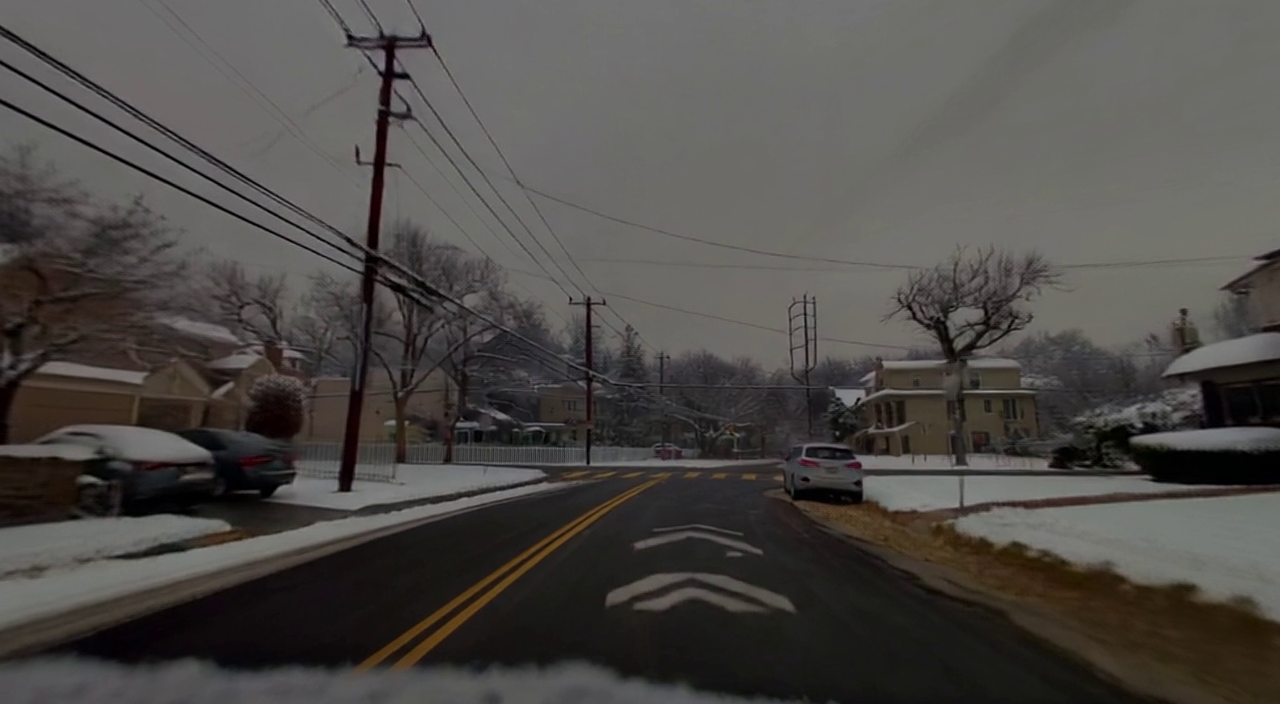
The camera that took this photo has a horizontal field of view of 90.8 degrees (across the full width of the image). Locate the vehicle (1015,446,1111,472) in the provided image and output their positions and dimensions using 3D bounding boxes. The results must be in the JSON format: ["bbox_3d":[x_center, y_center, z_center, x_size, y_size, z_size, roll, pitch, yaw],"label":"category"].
[{"bbox_3d":[25.486,6.482,38.209,4.322,1.499,1.927,-3,-9,15],"label":"vehicle"}]

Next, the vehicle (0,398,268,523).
[{"bbox_3d":[-11.370,2.272,13.716,5.228,2.041,2.023,4,-8,6],"label":"vehicle"}]

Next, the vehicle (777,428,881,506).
[{"bbox_3d":[5.075,3.126,17.630,2.070,1.847,4.457,-1,-8,8],"label":"vehicle"}]
